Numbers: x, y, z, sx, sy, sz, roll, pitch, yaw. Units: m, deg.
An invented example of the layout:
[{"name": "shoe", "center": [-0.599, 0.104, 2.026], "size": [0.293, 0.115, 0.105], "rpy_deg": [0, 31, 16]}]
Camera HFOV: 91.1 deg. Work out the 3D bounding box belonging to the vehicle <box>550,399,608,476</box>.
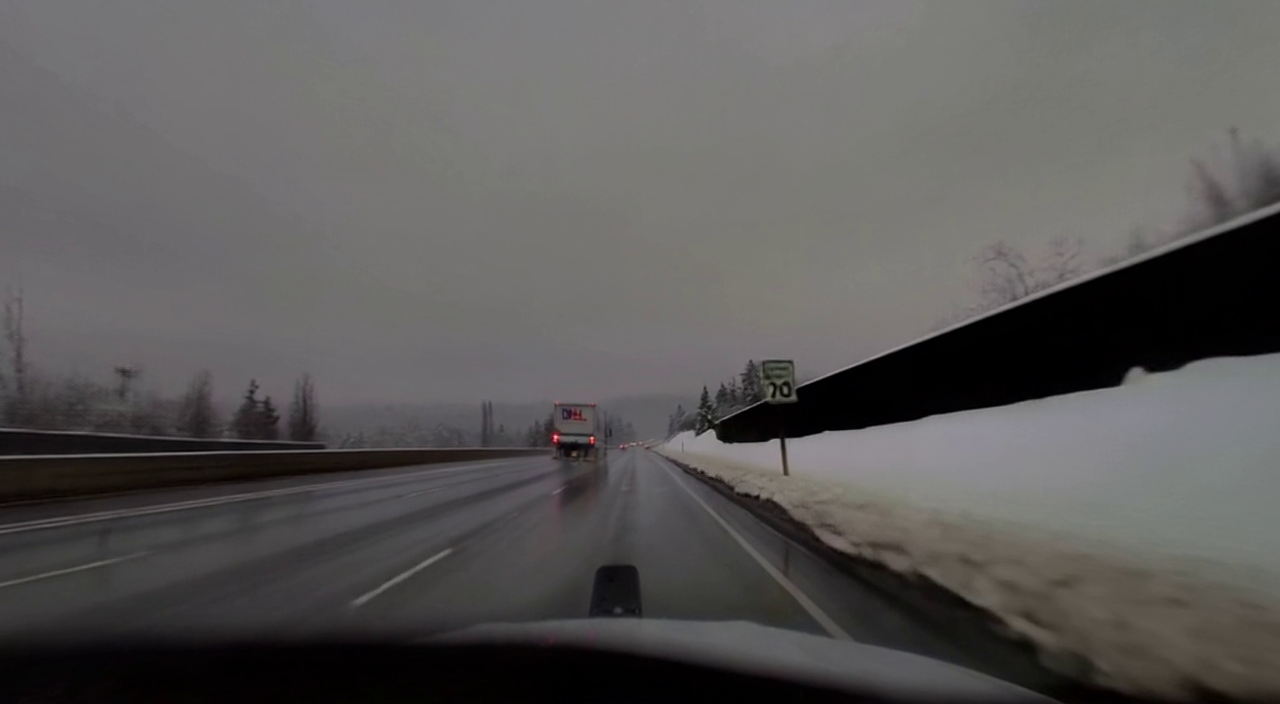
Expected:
[{"name": "vehicle", "center": [-3.557, 5.295, 38.955], "size": [2.796, 4.184, 8.554], "rpy_deg": [1, -8, 0]}]
